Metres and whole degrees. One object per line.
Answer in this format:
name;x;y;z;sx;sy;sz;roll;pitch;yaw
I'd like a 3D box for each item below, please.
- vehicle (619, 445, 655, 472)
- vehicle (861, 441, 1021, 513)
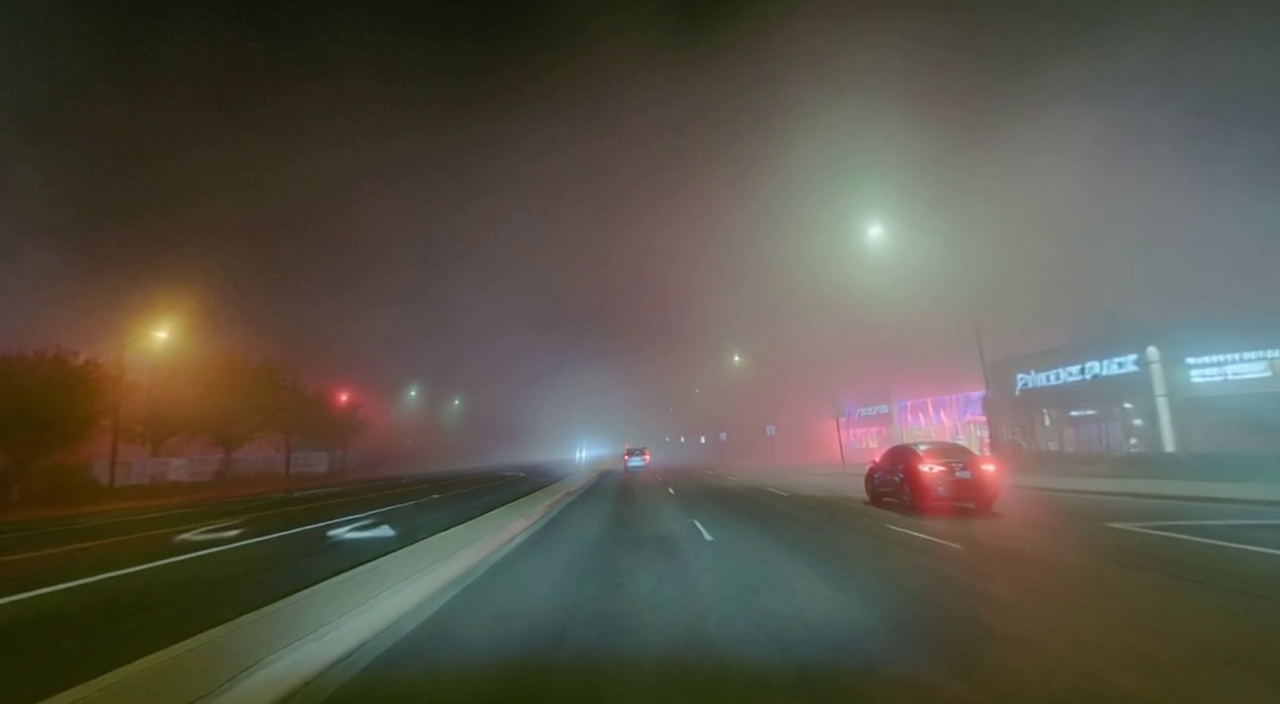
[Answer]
vehicle;-0.225;6.401;38.228;2.027;1.494;3.942;0;-8;-1
vehicle;6.939;2.885;15.142;1.849;1.464;4.119;0;-8;1
